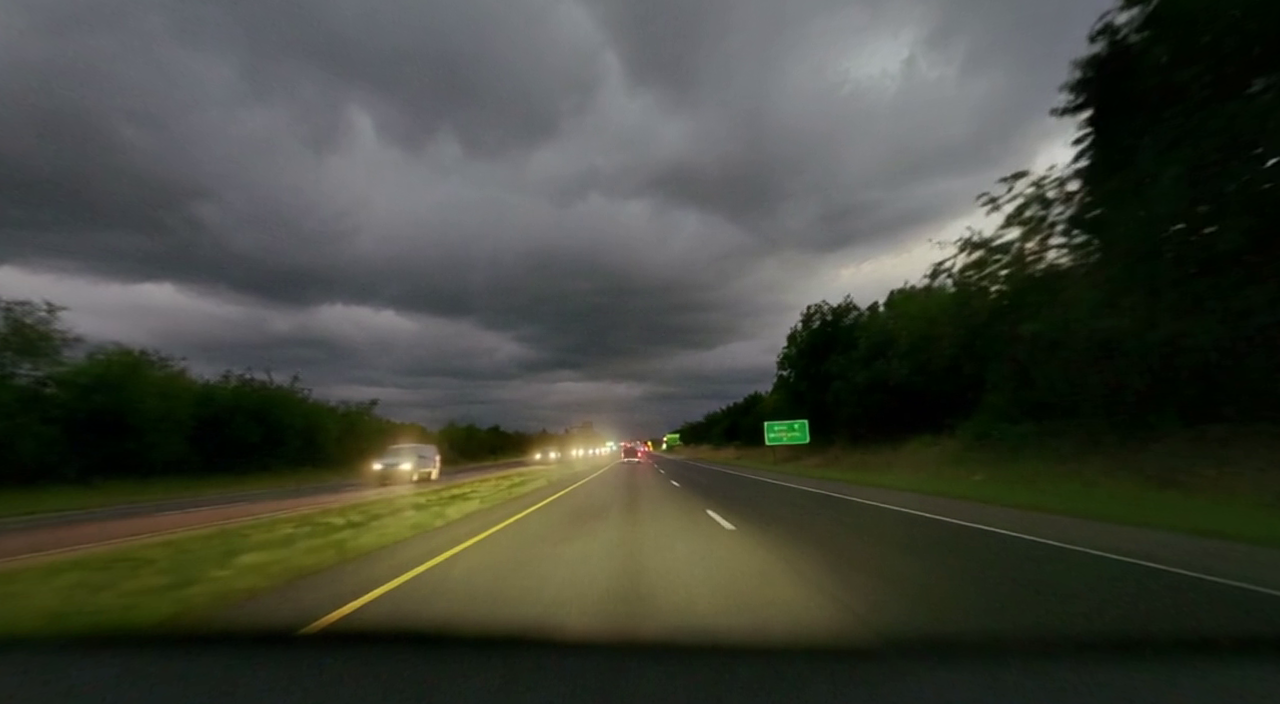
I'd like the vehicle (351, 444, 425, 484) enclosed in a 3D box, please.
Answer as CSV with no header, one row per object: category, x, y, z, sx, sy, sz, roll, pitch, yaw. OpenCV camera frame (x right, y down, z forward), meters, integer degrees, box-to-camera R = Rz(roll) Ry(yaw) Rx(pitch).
vehicle,-13.774,6.122,34.575,2.096,1.982,4.795,0,-9,0
